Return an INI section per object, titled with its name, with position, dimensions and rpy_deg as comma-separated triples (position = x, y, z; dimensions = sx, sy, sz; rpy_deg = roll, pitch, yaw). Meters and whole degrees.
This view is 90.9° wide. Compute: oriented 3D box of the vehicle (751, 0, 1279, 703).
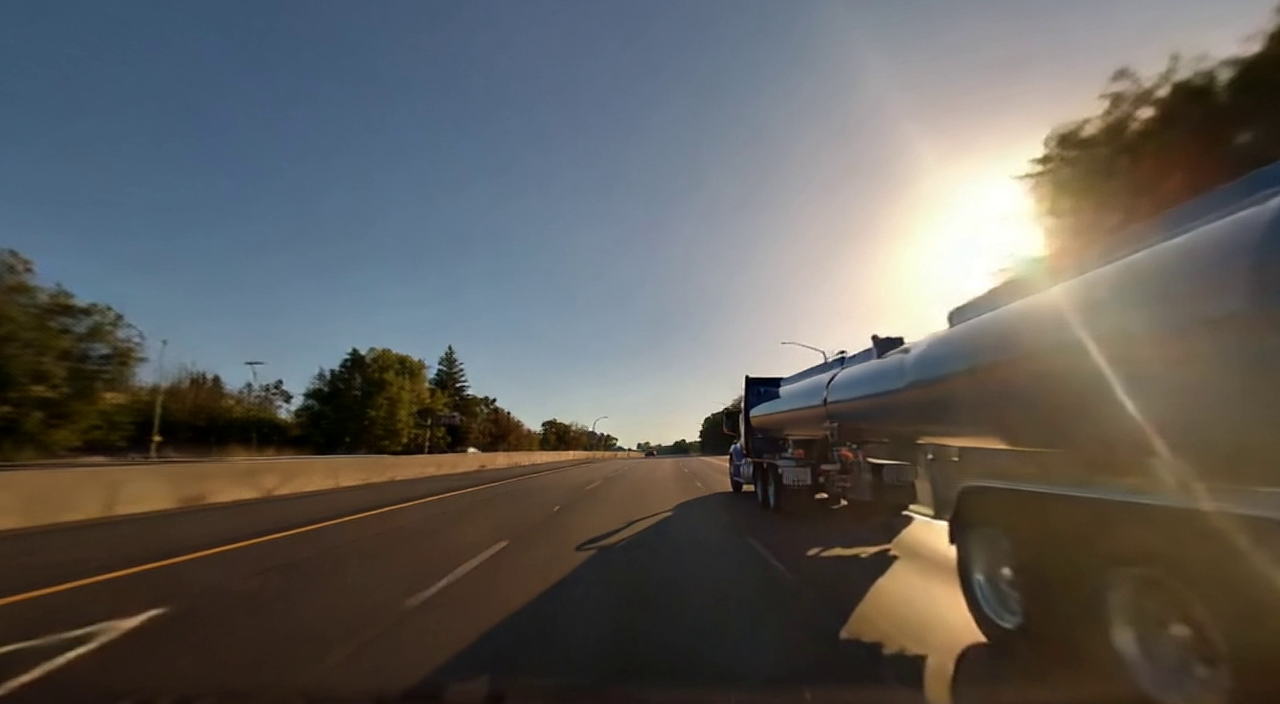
[vehicle]
position = 4.145, 0.890, 8.237
dimensions = 2.880, 3.624, 14.397
rpy_deg = -1, -8, 0
